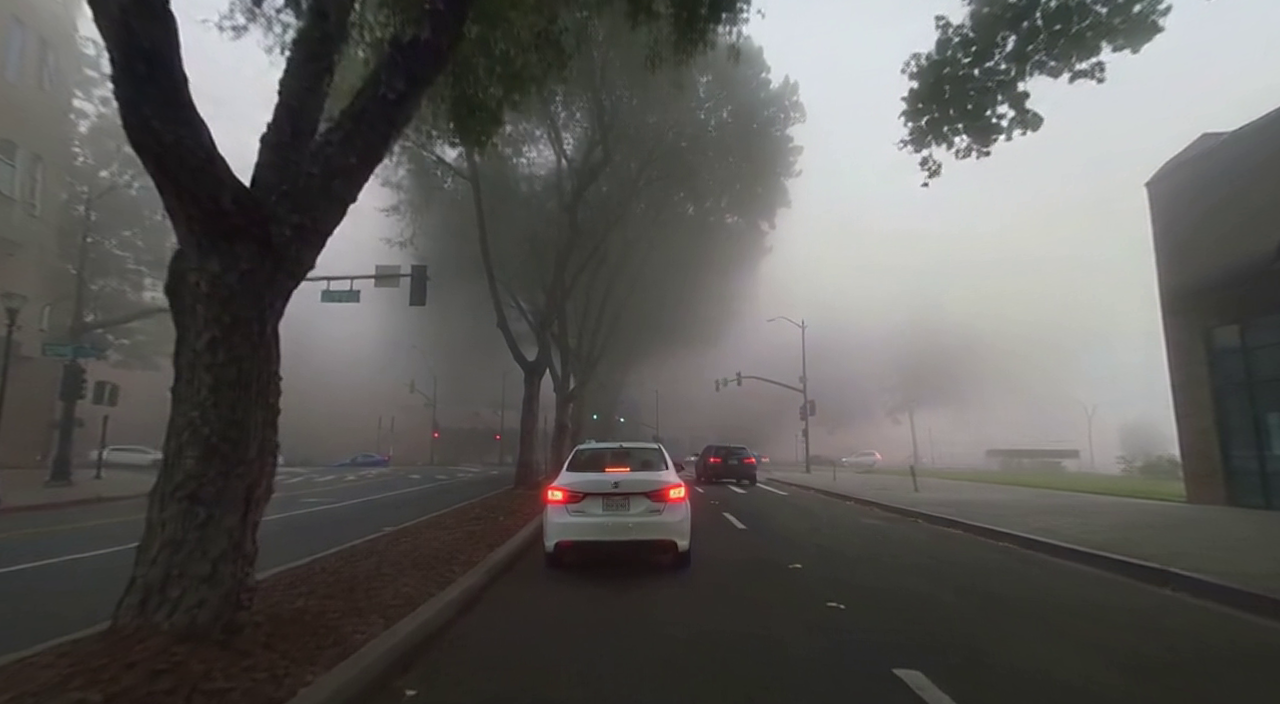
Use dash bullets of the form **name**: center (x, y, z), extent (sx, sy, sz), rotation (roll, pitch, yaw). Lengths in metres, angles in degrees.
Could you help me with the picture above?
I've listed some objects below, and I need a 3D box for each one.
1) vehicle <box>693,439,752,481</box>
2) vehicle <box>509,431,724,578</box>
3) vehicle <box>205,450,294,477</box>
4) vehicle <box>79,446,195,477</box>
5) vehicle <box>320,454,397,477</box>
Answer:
- **vehicle**: center (3.864, 5.162, 30.493), extent (2.092, 1.851, 4.913), rotation (0, -9, -1)
- **vehicle**: center (-0.227, 1.872, 8.603), extent (2.173, 1.479, 4.264), rotation (0, -9, 0)
- **vehicle**: center (-25.996, 7.403, 42.225), extent (4.575, 1.718, 2.008), rotation (2, -9, -12)
- **vehicle**: center (-29.822, 6.487, 37.601), extent (4.877, 1.754, 1.978), rotation (2, -9, -11)
- **vehicle**: center (-19.385, 7.827, 43.753), extent (4.548, 1.449, 1.802), rotation (2, -9, -13)
